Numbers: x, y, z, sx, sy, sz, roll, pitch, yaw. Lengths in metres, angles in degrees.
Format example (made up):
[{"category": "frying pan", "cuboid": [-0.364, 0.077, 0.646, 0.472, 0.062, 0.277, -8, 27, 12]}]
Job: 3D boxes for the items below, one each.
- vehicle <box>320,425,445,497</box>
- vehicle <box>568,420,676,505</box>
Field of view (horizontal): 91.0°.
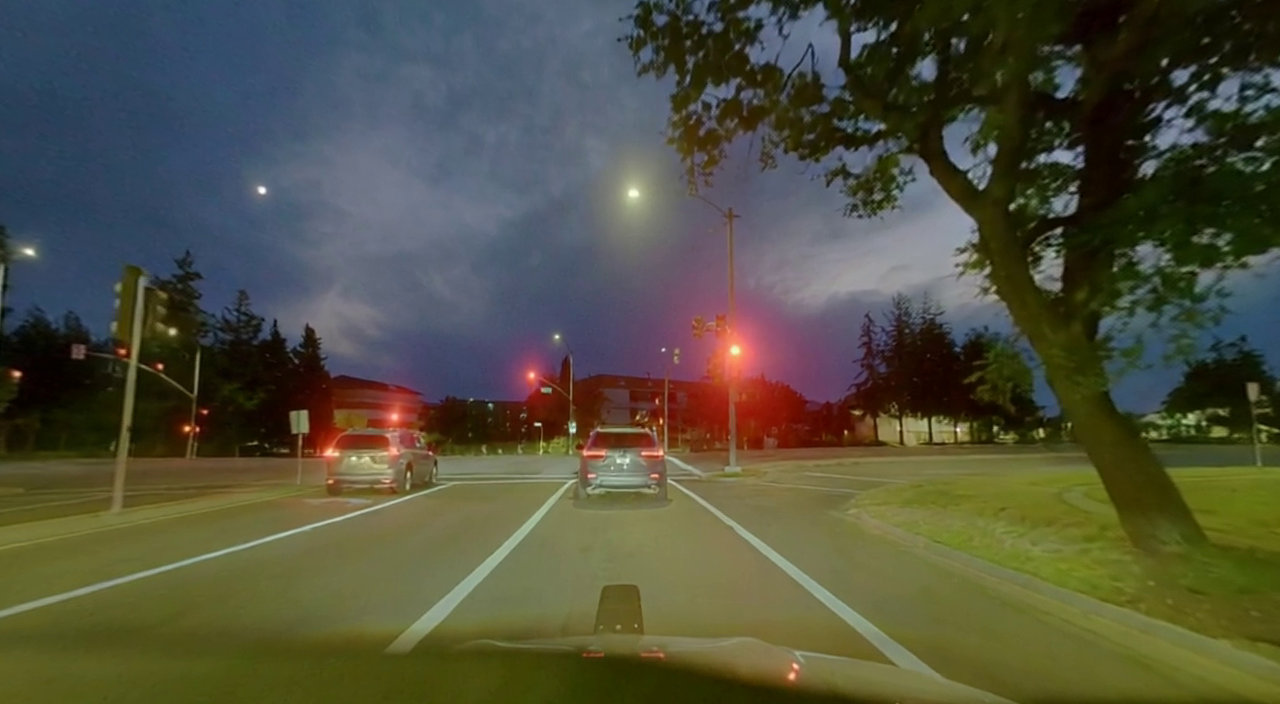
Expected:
[{"category": "vehicle", "cuboid": [-6.811, 2.916, 17.179, 2.020, 1.695, 4.187, 1, -8, -6]}, {"category": "vehicle", "cuboid": [-0.527, 2.521, 14.742, 2.154, 1.670, 4.140, 1, -8, -5]}]
